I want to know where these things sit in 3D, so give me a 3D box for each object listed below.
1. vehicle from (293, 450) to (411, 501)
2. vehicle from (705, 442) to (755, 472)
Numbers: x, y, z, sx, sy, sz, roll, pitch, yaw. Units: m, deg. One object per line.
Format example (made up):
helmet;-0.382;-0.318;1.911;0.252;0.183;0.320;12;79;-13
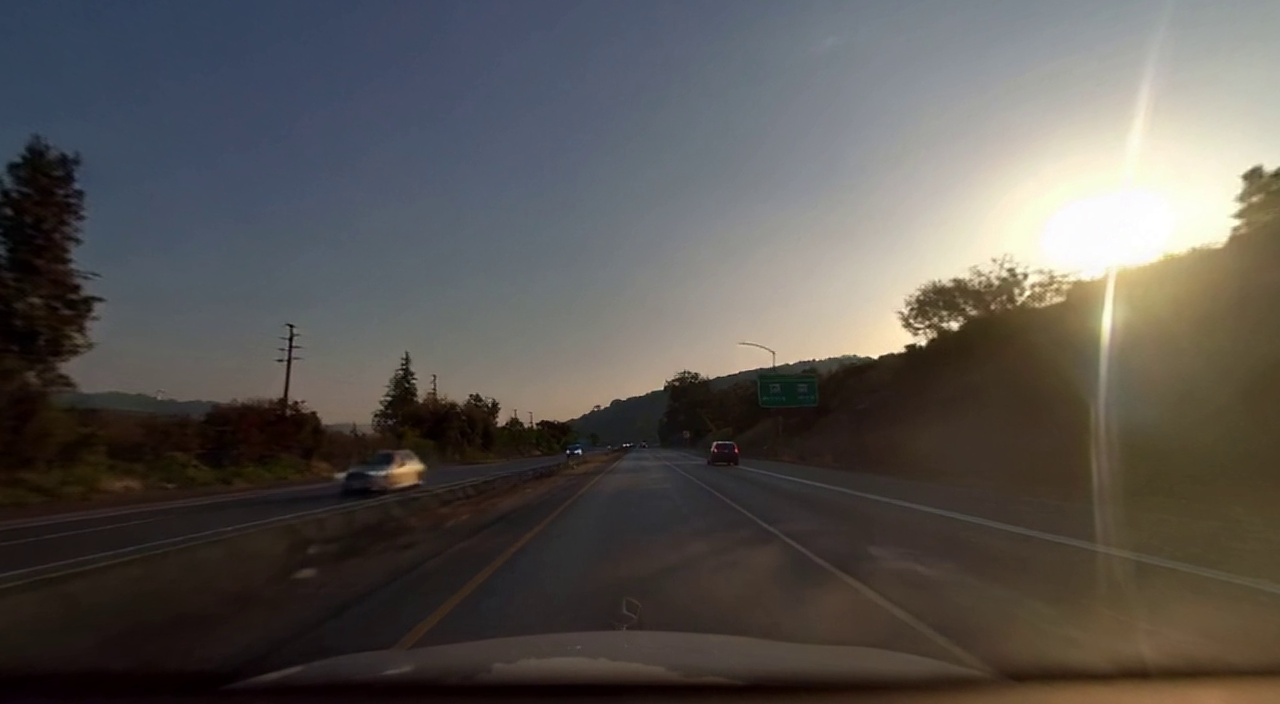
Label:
vehicle;-9.494;4.081;21.189;1.888;1.495;4.445;0;-9;-1
vehicle;4.515;5.345;32.126;1.923;1.408;3.835;0;-9;-1
